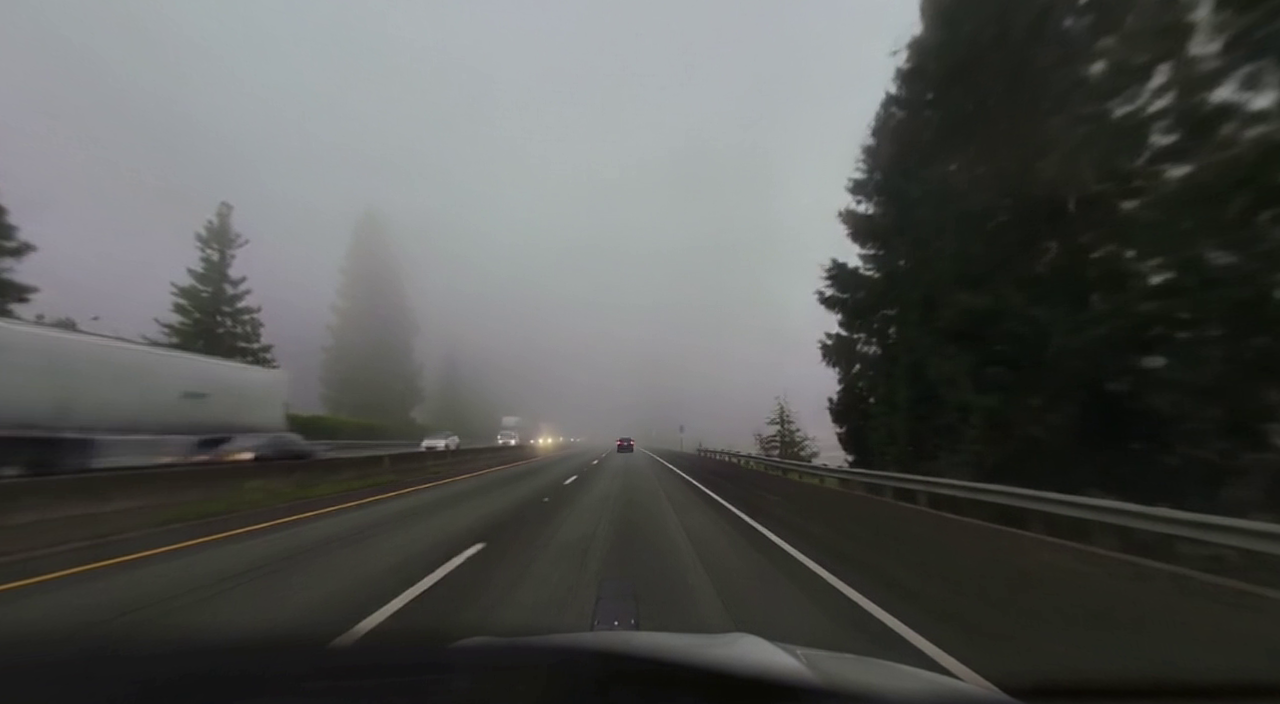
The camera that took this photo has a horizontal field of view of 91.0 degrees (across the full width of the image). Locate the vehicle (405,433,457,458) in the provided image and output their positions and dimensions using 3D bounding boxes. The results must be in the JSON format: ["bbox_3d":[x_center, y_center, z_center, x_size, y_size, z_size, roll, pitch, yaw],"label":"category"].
[{"bbox_3d":[-13.161,5.913,39.941,1.861,1.472,4.466,0,-8,-1],"label":"vehicle"}]

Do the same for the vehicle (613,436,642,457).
[{"bbox_3d":[-0.982,7.255,48.339,2.099,1.504,3.843,0,-8,-2],"label":"vehicle"}]

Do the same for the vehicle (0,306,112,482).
[{"bbox_3d":[-16.730,0.981,14.753,3.058,4.142,6.328,0,-8,-1],"label":"vehicle"}]

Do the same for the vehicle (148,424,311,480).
[{"bbox_3d":[-12.089,2.973,18.979,1.926,1.472,4.509,0,-8,-1],"label":"vehicle"}]
